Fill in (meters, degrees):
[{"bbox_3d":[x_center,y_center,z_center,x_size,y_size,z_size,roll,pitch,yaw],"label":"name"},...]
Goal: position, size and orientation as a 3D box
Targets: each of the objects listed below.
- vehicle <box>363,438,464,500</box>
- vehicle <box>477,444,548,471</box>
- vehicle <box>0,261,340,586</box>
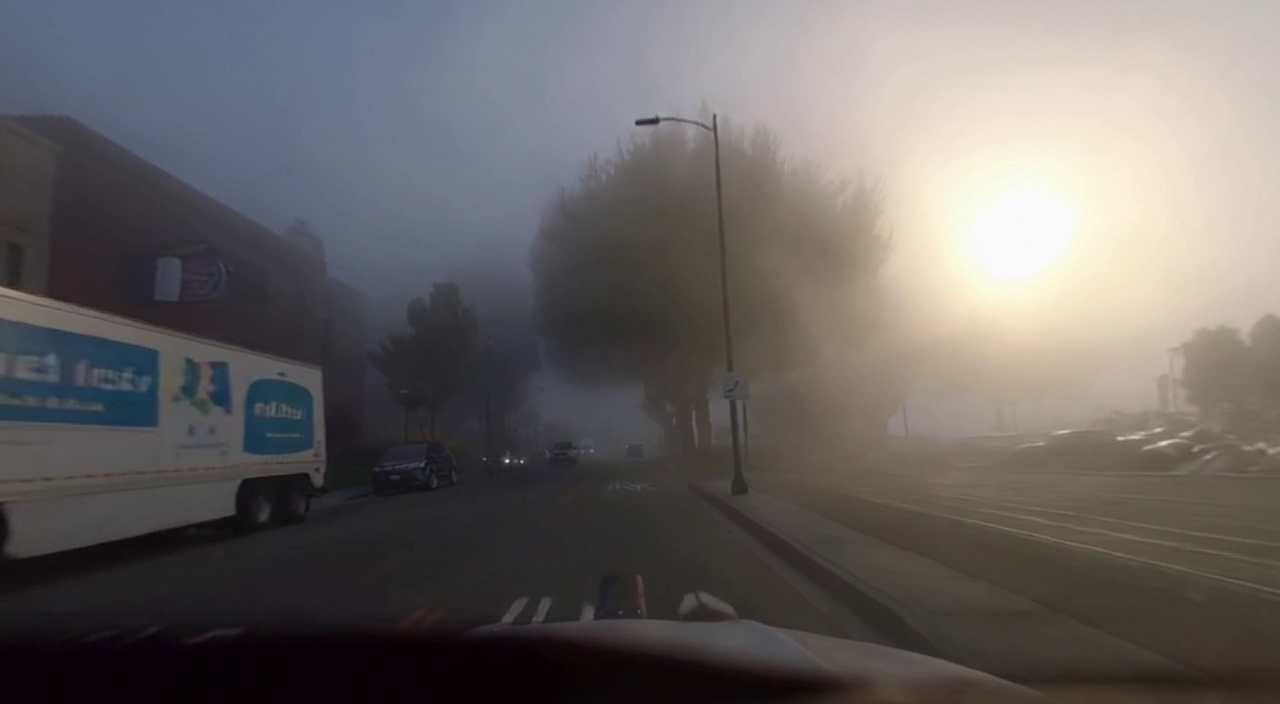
[{"bbox_3d":[-7.703,3.966,21.886,1.950,1.743,4.312,-2,-6,0],"label":"vehicle"},{"bbox_3d":[-9.151,7.615,45.500,1.879,1.543,4.778,-14,-13,42],"label":"vehicle"},{"bbox_3d":[-8.914,1.169,9.495,2.986,3.768,11.697,-6,-6,0],"label":"vehicle"}]
